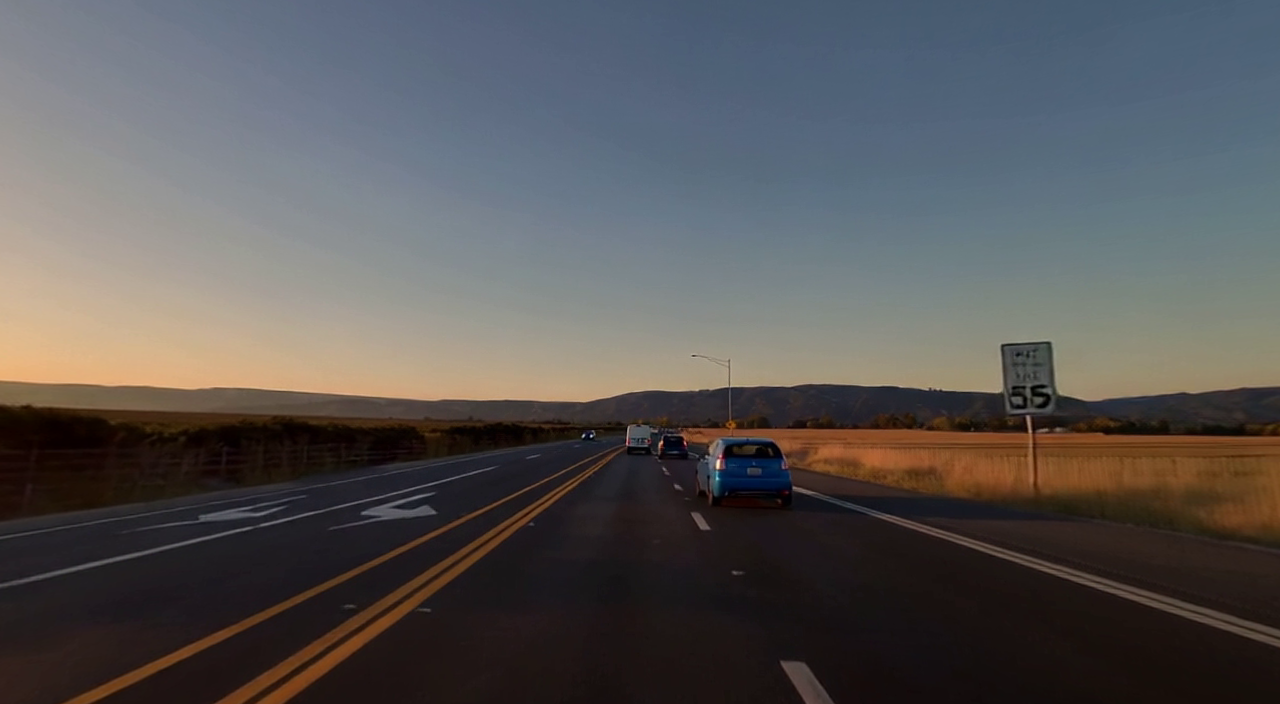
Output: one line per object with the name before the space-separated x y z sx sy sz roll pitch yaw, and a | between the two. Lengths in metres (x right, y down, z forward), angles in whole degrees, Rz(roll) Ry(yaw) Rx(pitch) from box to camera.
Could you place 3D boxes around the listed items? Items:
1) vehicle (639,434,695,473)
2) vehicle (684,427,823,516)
vehicle | 1.067 4.326 27.135 2.026 1.531 4.273 0 -8 -3
vehicle | 2.133 2.384 13.079 2.007 1.534 3.976 0 -8 -2
